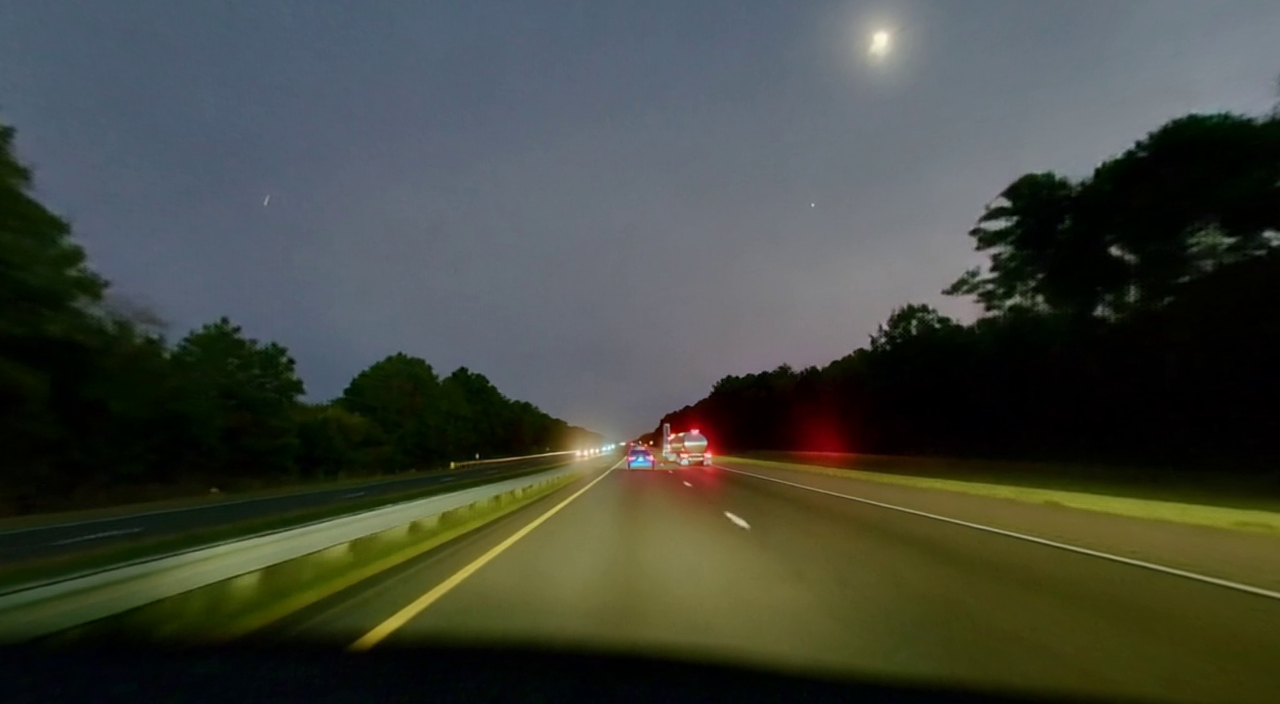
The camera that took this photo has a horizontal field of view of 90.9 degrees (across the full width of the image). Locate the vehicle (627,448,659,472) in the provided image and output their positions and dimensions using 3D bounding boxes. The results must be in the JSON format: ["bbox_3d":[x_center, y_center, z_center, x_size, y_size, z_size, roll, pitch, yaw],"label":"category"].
[{"bbox_3d":[0.177,6.656,38.956,1.926,1.386,3.615,0,-9,0],"label":"vehicle"}]
